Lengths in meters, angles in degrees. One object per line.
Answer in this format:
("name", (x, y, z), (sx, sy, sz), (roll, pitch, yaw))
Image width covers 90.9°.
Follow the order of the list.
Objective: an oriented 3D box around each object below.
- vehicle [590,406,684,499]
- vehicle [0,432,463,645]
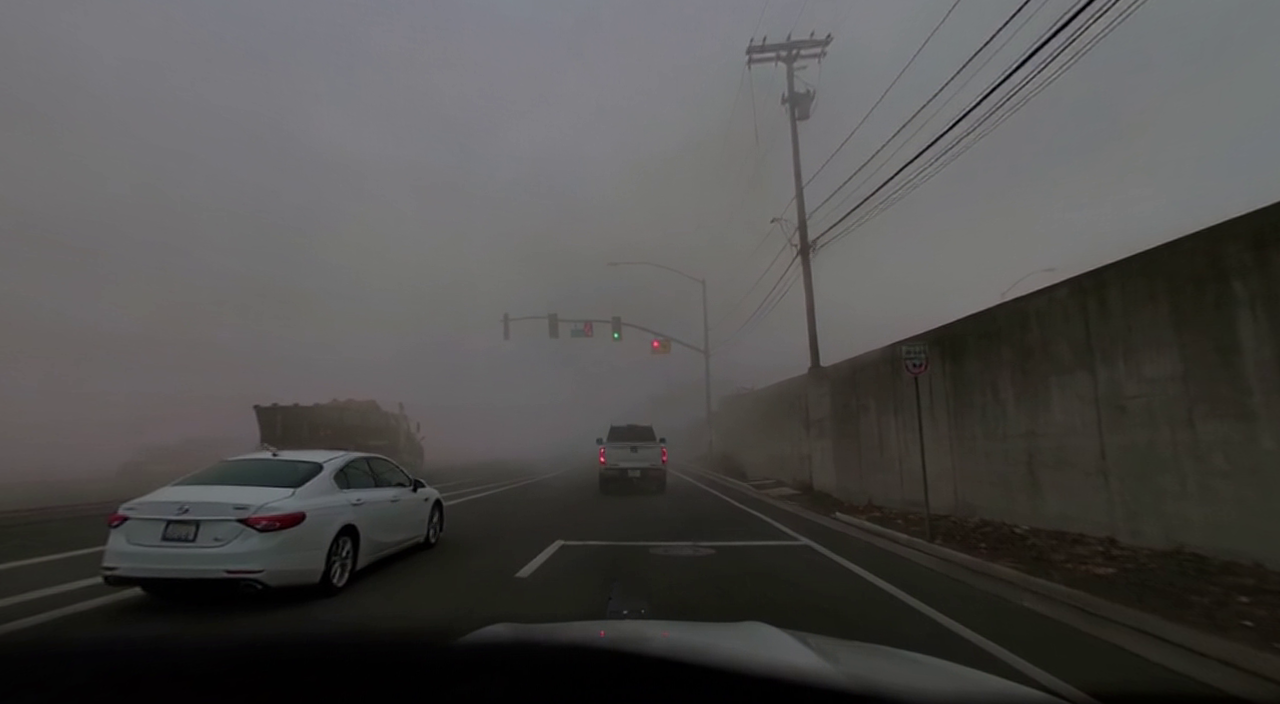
("vehicle", (-0.101, 2.912, 18.553), (2.355, 2.305, 5.336), (0, -8, -1))
("vehicle", (-3.753, 1.695, 7.009), (2.019, 1.480, 4.966), (0, -8, 1))
